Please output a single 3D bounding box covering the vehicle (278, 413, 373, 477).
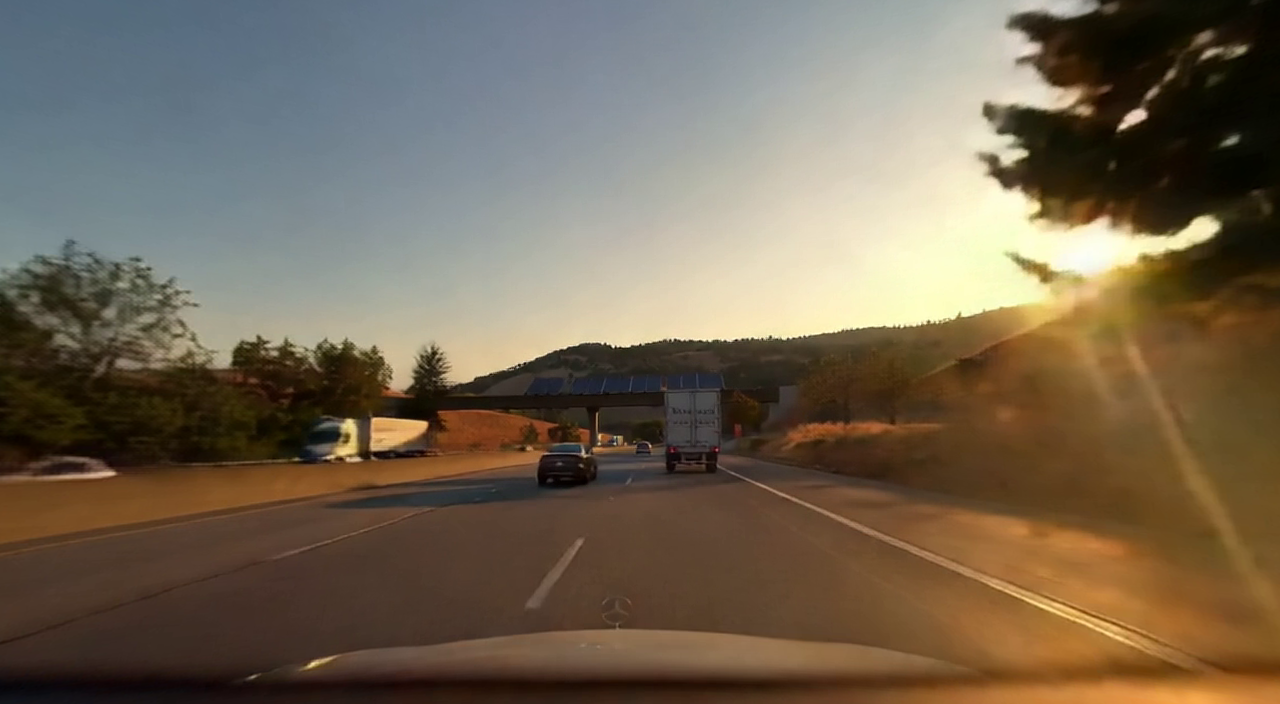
[{"bbox_3d":[-20.971,6.247,42.402,2.969,3.972,5.940,-1,-8,3],"label":"vehicle"}]

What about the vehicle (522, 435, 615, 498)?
[{"bbox_3d":[-1.923,3.260,18.390,2.066,1.581,4.268,-1,-8,2],"label":"vehicle"}]

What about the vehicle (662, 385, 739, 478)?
[{"bbox_3d":[2.552,3.844,29.866,2.967,3.633,10.015,-1,-8,2],"label":"vehicle"}]
